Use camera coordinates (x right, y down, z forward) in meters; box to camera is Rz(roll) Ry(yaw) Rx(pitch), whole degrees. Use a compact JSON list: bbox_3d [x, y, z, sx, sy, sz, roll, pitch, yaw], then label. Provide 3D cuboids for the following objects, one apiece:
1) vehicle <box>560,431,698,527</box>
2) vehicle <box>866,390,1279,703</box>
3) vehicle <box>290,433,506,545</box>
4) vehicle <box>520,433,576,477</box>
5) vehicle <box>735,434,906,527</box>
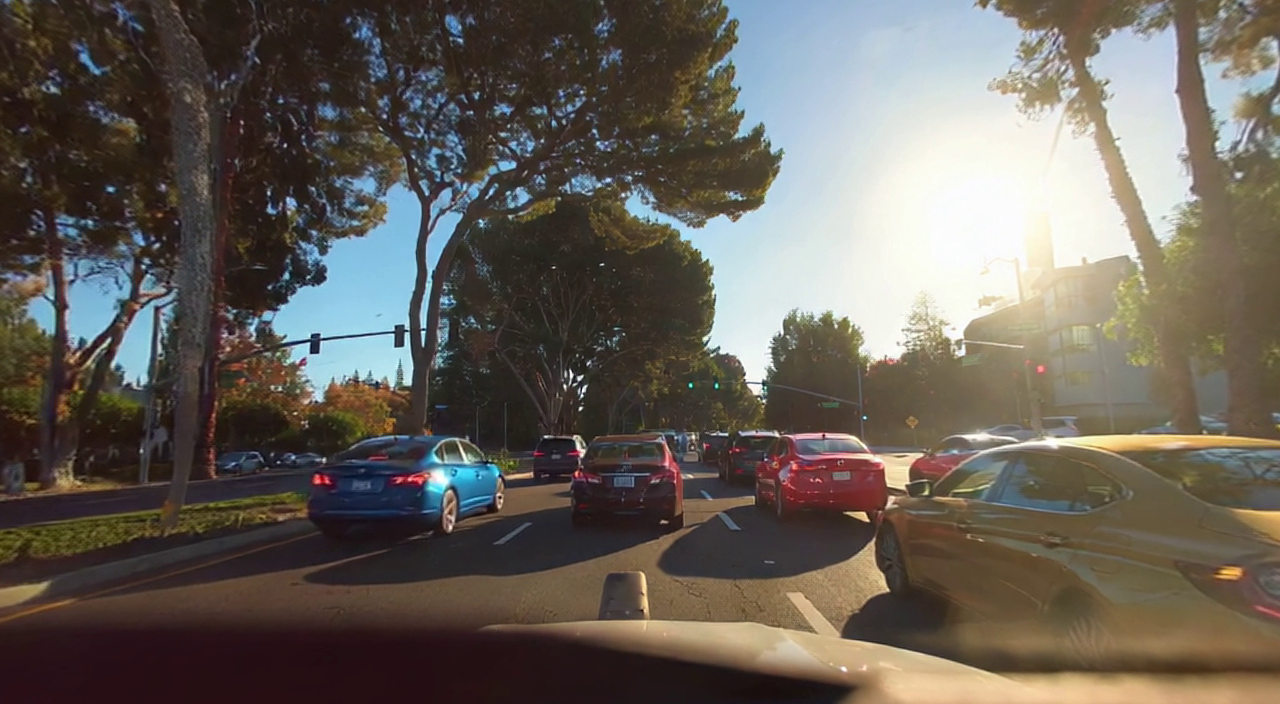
[{"bbox_3d":[-0.180,2.263,11.776,2.147,1.479,3.803,0,-8,0],"label":"vehicle"},{"bbox_3d":[3.135,1.134,3.894,1.903,1.480,4.270,0,-8,0],"label":"vehicle"},{"bbox_3d":[-3.755,2.185,10.794,1.935,1.482,4.433,0,-8,0],"label":"vehicle"},{"bbox_3d":[-3.802,4.341,26.787,1.961,1.714,4.268,0,-8,-3],"label":"vehicle"},{"bbox_3d":[3.181,2.327,12.162,1.975,1.460,4.357,0,-8,0],"label":"vehicle"}]
